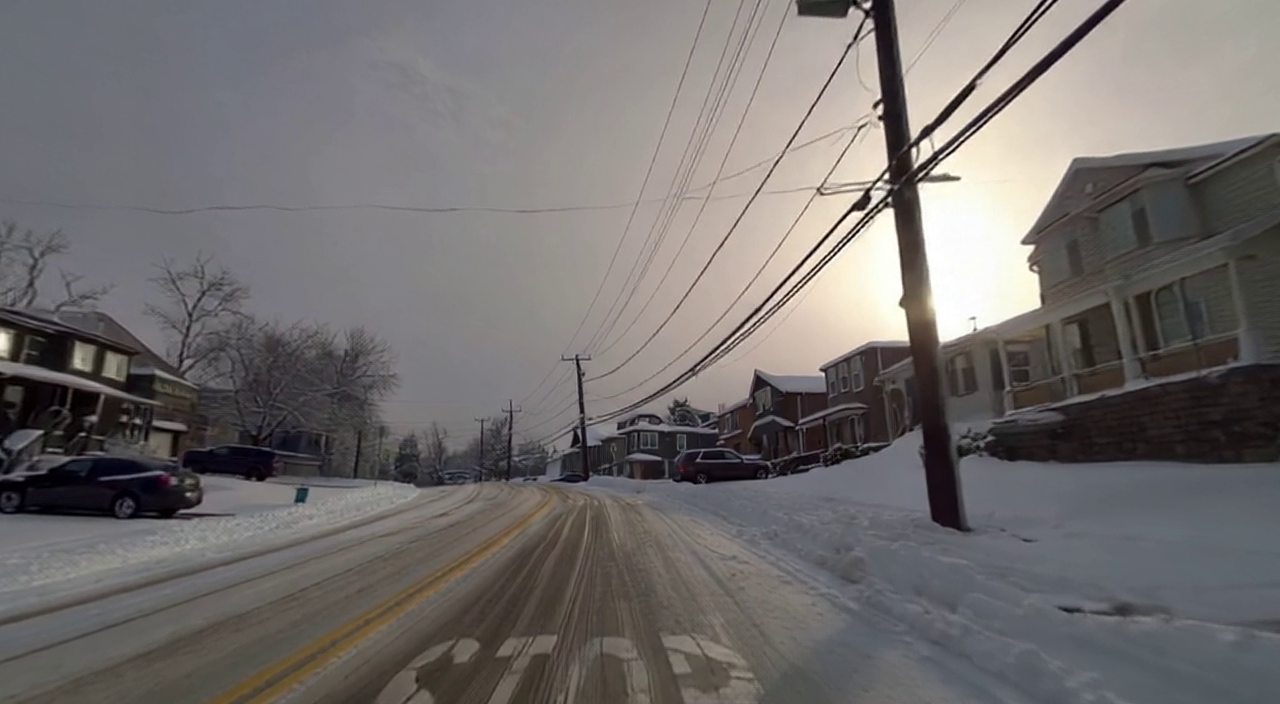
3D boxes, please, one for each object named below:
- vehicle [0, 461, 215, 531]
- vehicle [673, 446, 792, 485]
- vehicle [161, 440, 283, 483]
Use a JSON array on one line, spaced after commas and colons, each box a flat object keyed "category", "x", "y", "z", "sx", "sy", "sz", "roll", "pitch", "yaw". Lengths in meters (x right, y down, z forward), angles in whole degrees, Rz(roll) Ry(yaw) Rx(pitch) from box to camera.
[{"category": "vehicle", "x": -13.356, "y": 3.510, "z": 15.681, "sx": 4.146, "sy": 1.535, "sz": 1.862, "roll": 0, "pitch": -8, "yaw": -4}, {"category": "vehicle", "x": 4.721, "y": 5.850, "z": 32.557, "sx": 5.578, "sy": 1.842, "sz": 2.300, "roll": 3, "pitch": -9, "yaw": -12}, {"category": "vehicle", "x": -21.450, "y": 5.753, "z": 32.725, "sx": 4.942, "sy": 1.912, "sz": 2.121, "roll": 7, "pitch": -17, "yaw": -30}]
